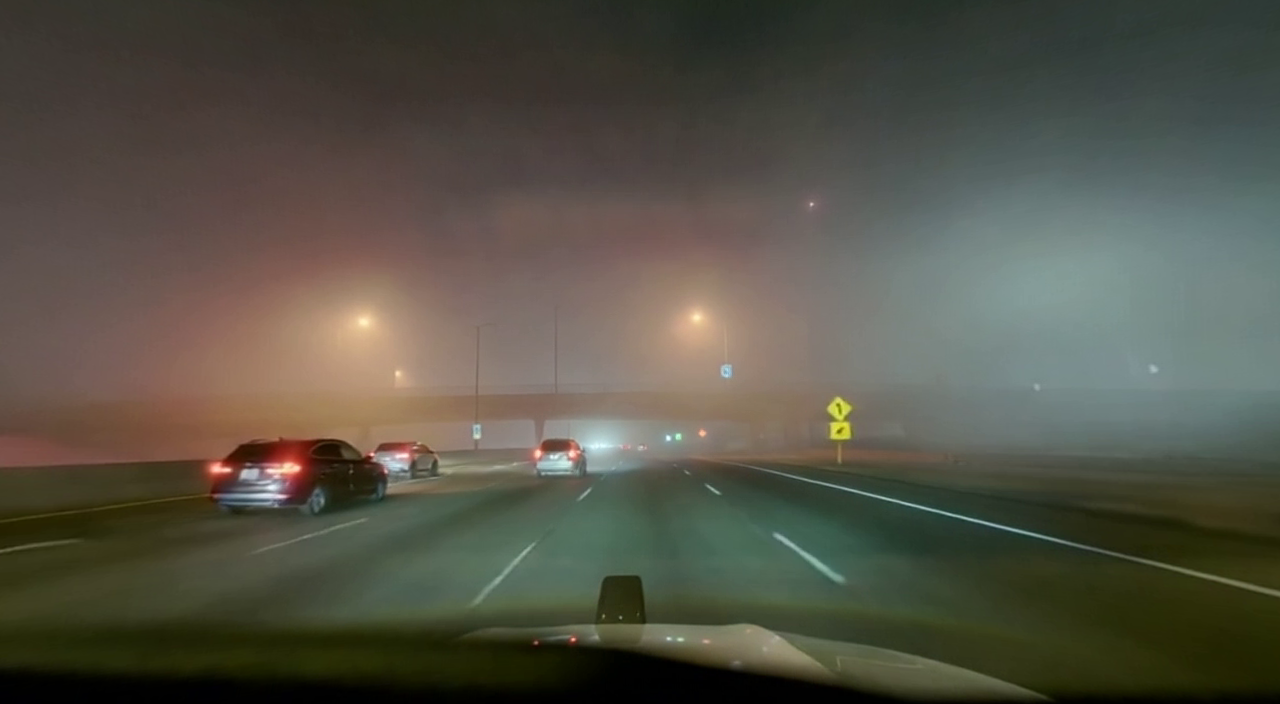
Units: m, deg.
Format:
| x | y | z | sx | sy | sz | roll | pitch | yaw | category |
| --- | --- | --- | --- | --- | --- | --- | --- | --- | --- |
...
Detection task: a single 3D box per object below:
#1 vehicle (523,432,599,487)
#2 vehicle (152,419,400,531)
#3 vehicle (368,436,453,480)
| x | y | z | sx | sy | sz | roll | pitch | yaw | category |
| --- | --- | --- | --- | --- | --- | --- | --- | --- | --- |
| -2.608 | 3.687 | 21.990 | 2.027 | 1.697 | 4.307 | 0 | -8 | 1 | vehicle |
| -6.761 | 2.322 | 12.570 | 2.015 | 1.762 | 4.790 | 0 | -8 | 1 | vehicle |
| -10.030 | 4.673 | 28.064 | 1.969 | 1.759 | 4.758 | 0 | -8 | 0 | vehicle |
